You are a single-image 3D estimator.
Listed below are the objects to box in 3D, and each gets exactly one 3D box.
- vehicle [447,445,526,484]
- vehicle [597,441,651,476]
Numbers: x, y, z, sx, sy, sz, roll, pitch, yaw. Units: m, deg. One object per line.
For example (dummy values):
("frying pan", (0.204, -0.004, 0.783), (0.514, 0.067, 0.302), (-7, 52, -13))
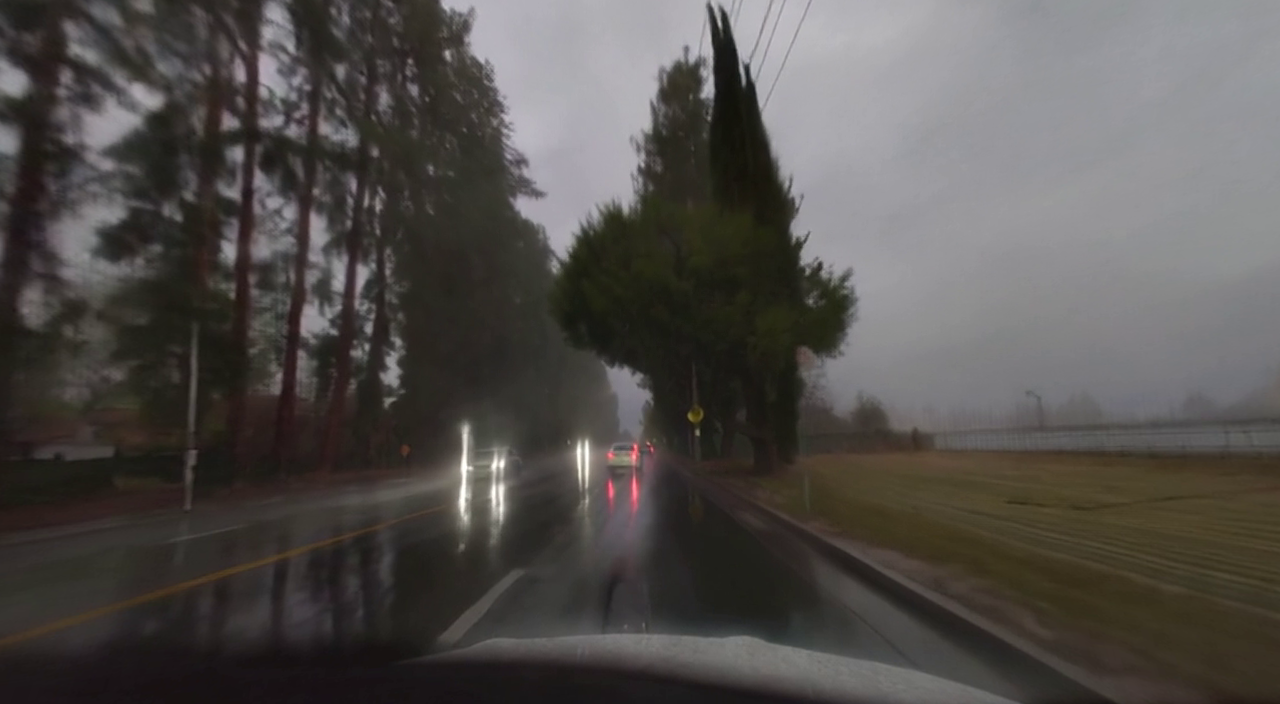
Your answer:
("vehicle", (-6.373, 4.703, 26.753), (2.142, 1.436, 4.612), (-2, -9, 1))
("vehicle", (-0.643, 4.832, 28.920), (2.153, 1.461, 4.374), (-1, -9, 3))
